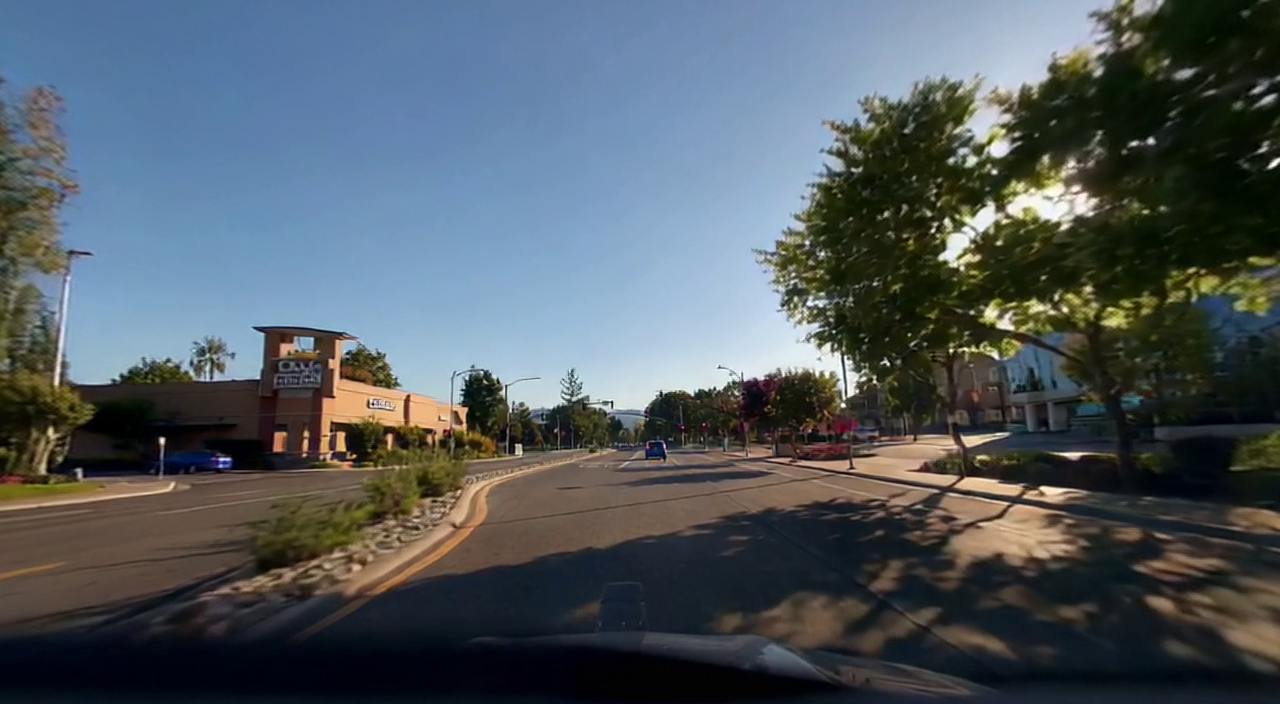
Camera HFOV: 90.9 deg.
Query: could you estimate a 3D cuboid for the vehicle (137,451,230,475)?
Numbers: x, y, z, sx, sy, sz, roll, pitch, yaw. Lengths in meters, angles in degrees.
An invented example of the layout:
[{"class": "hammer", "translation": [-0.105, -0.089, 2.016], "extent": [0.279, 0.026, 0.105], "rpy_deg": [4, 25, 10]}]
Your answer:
[{"class": "vehicle", "translation": [-29.172, 7.127, 40.437], "extent": [4.438, 1.440, 1.782], "rpy_deg": [1, -8, -6]}]
